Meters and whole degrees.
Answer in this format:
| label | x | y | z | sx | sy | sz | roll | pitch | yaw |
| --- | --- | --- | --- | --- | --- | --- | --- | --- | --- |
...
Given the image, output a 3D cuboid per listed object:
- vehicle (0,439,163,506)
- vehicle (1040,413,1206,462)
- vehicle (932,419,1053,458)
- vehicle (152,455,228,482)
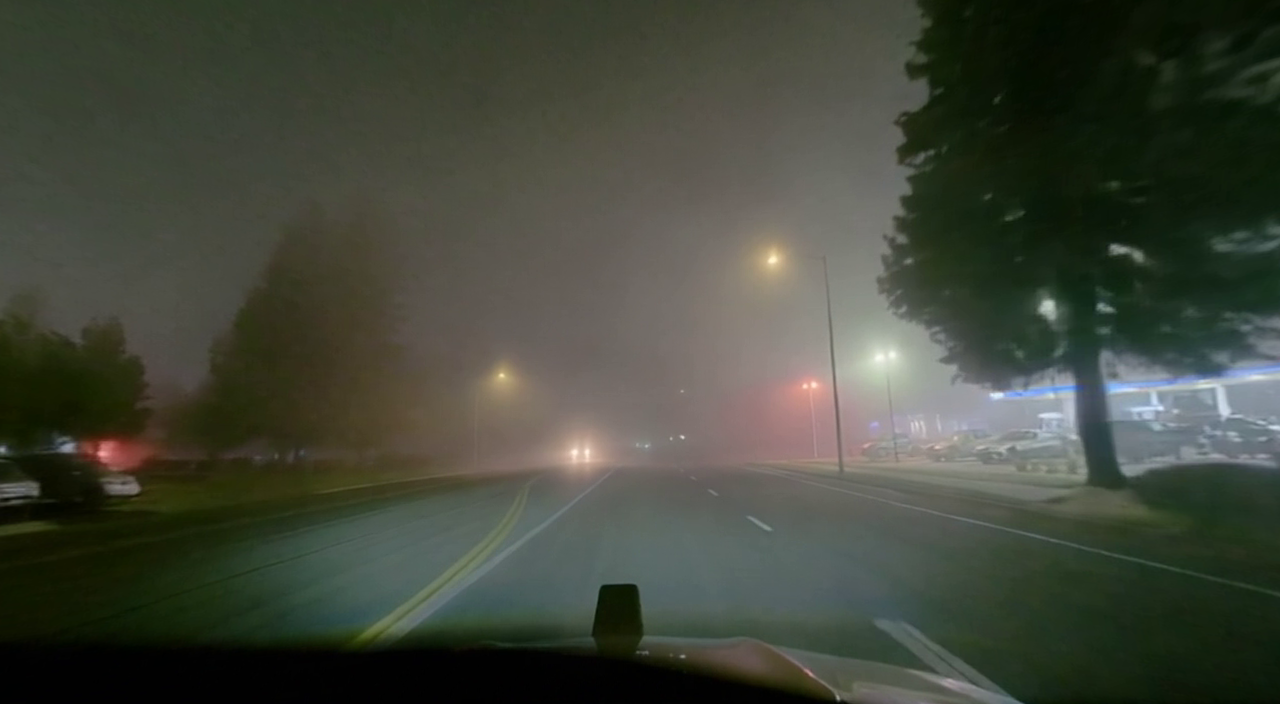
| label | x | y | z | sx | sy | sz | roll | pitch | yaw |
| --- | --- | --- | --- | --- | --- | --- | --- | --- | --- |
| vehicle | -19.840 | 4.007 | 21.731 | 2.280 | 1.968 | 5.805 | 0 | -8 | 0 |
| vehicle | 17.592 | 3.151 | 23.171 | 4.426 | 1.700 | 2.077 | 0 | -8 | -4 |
| vehicle | 16.909 | 4.181 | 30.494 | 4.594 | 1.751 | 2.071 | 0 | -8 | -1 |
| vehicle | -26.609 | 6.868 | 37.481 | 1.768 | 1.465 | 3.569 | -1 | -8 | 3 |
